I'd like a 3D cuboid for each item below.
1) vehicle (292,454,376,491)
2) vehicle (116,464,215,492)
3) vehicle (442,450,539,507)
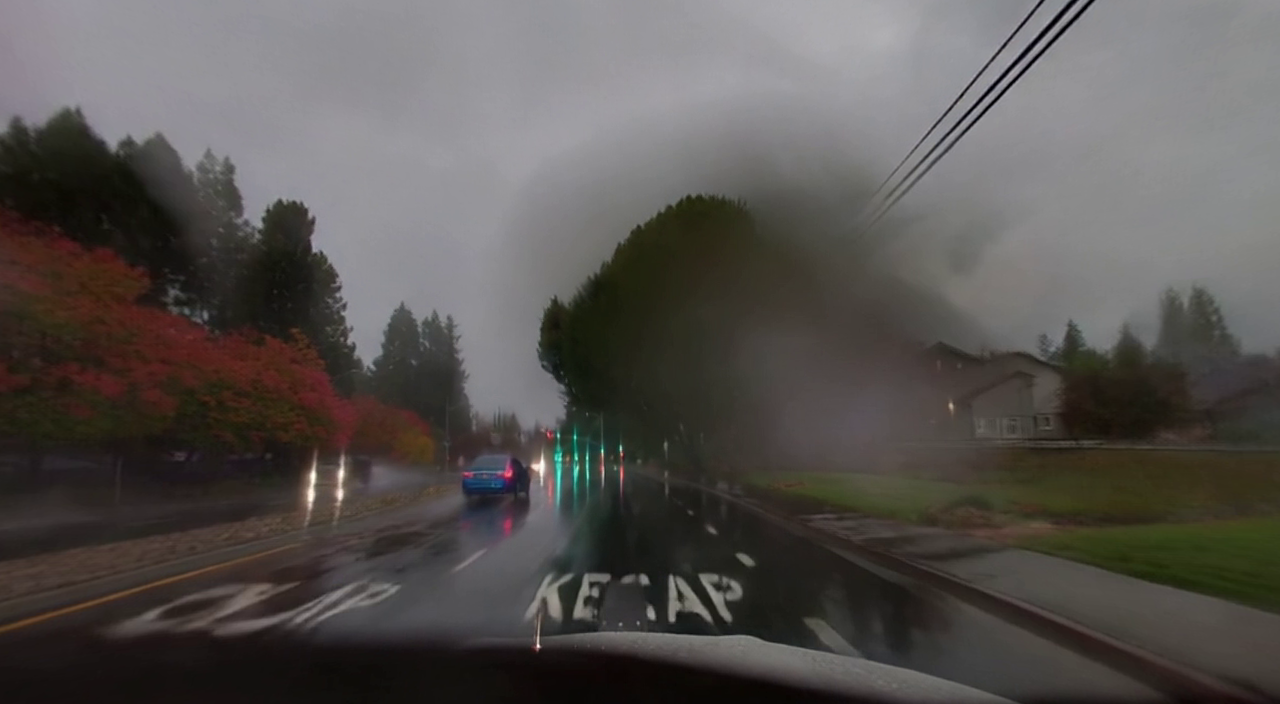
[{"bbox_3d":[-19.178,7.520,40.069,2.544,2.065,6.253,0,-9,-4],"label":"vehicle"},{"bbox_3d":[-30.733,8.205,41.073,4.582,1.683,1.974,3,-10,-12],"label":"vehicle"},{"bbox_3d":[-4.415,3.796,19.412,1.980,1.508,4.502,0,-9,-2],"label":"vehicle"}]
